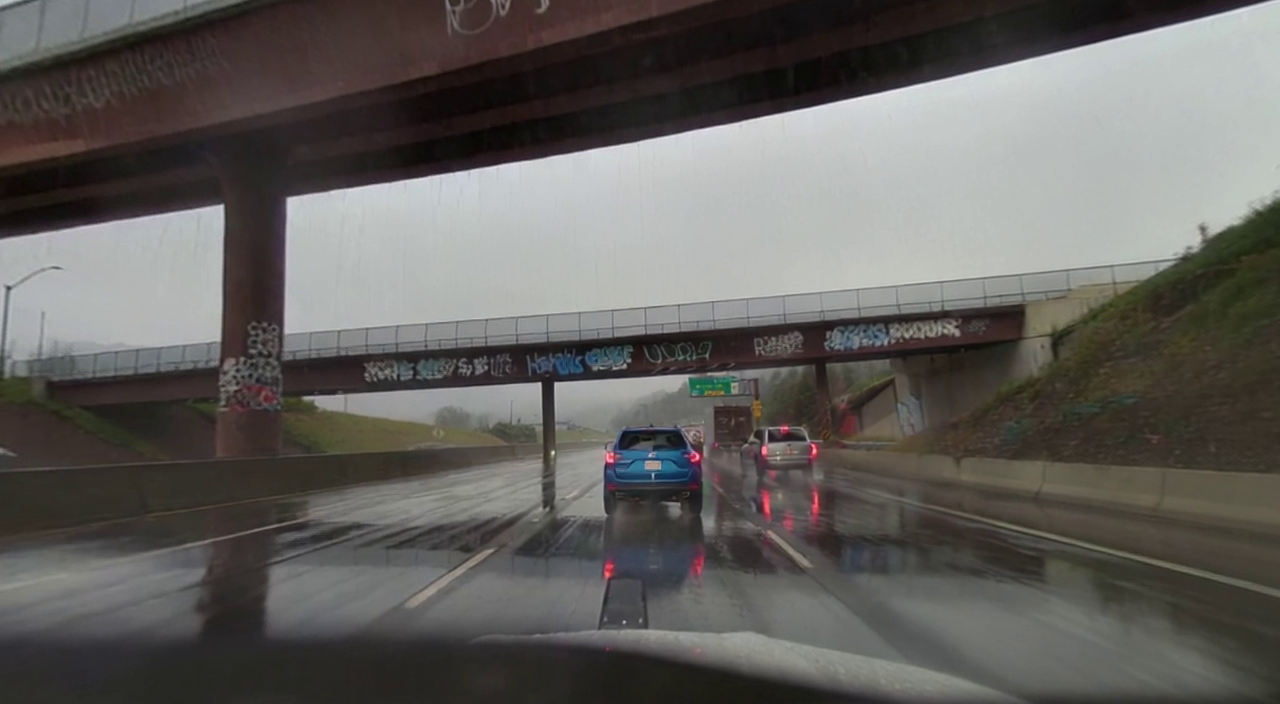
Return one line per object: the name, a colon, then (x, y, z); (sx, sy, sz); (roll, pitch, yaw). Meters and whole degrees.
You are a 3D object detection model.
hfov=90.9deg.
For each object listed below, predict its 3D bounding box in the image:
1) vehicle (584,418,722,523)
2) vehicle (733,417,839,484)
vehicle: (0.238, 2.179, 12.067); (2.193, 1.651, 3.946); (0, -8, 1)
vehicle: (4.636, 3.275, 21.156); (2.311, 1.922, 5.977); (0, -8, 2)
